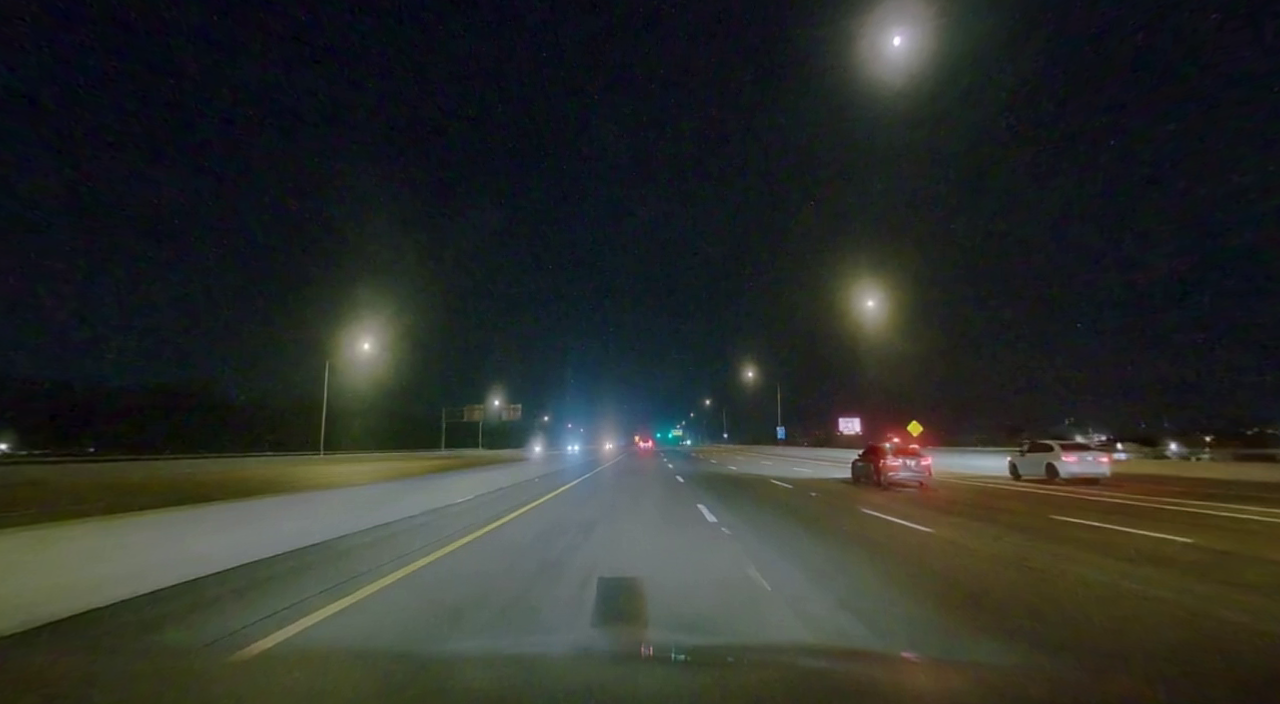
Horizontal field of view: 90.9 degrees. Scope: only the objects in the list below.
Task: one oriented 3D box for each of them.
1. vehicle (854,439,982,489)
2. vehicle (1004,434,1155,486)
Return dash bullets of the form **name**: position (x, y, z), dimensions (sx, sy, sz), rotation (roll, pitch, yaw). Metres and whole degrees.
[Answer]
- **vehicle**: position (9.339, 3.785, 21.763), dimensions (2.093, 1.525, 4.865), rotation (0, -8, -1)
- **vehicle**: position (15.698, 3.866, 22.935), dimensions (2.116, 1.674, 4.566), rotation (0, -8, -1)
